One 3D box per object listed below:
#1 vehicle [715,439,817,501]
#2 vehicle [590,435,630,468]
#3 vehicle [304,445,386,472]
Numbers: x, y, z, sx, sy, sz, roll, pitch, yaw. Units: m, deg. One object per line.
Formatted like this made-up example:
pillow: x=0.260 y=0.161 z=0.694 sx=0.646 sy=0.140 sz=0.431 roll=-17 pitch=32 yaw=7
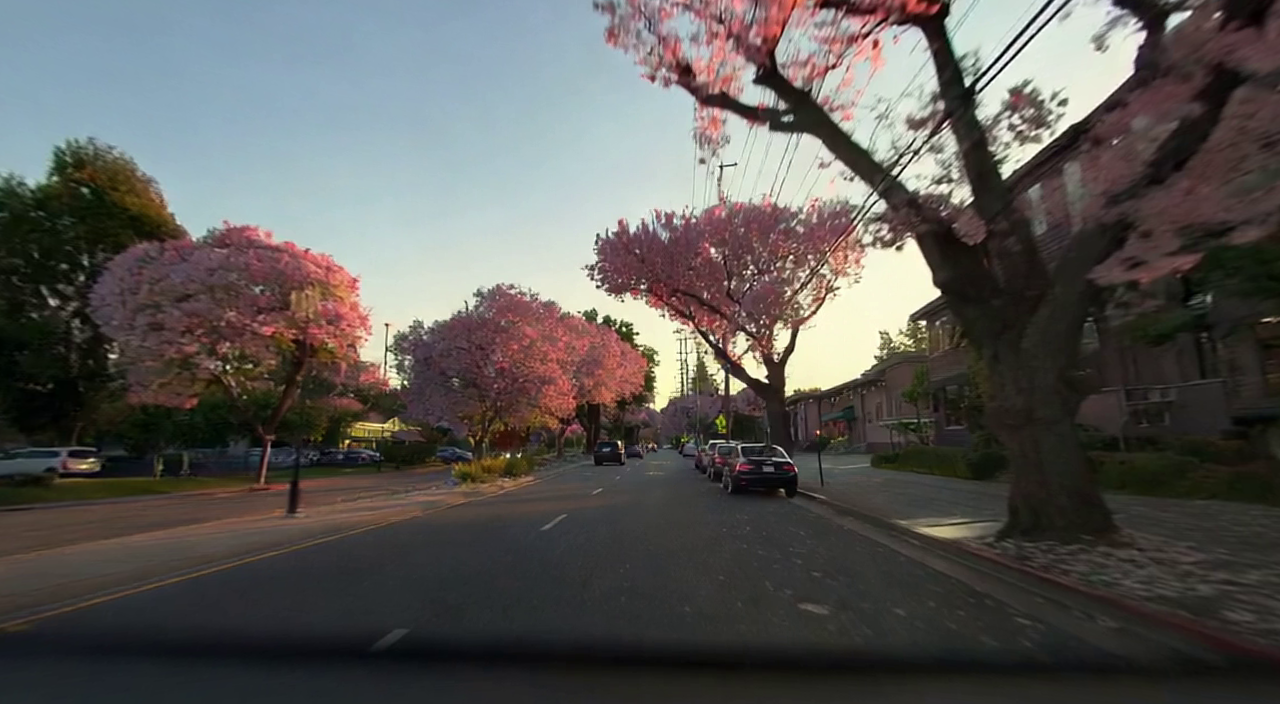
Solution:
vehicle: x=3.326 y=3.216 z=17.641 sx=1.985 sy=1.500 sz=4.654 roll=0 pitch=-9 yaw=1
vehicle: x=-1.831 y=6.328 z=40.373 sx=2.202 sy=1.961 sz=4.980 roll=0 pitch=-9 yaw=2
vehicle: x=-21.885 y=7.895 z=46.952 sx=5.252 sy=1.925 sz=2.061 roll=3 pitch=-9 yaw=-19
